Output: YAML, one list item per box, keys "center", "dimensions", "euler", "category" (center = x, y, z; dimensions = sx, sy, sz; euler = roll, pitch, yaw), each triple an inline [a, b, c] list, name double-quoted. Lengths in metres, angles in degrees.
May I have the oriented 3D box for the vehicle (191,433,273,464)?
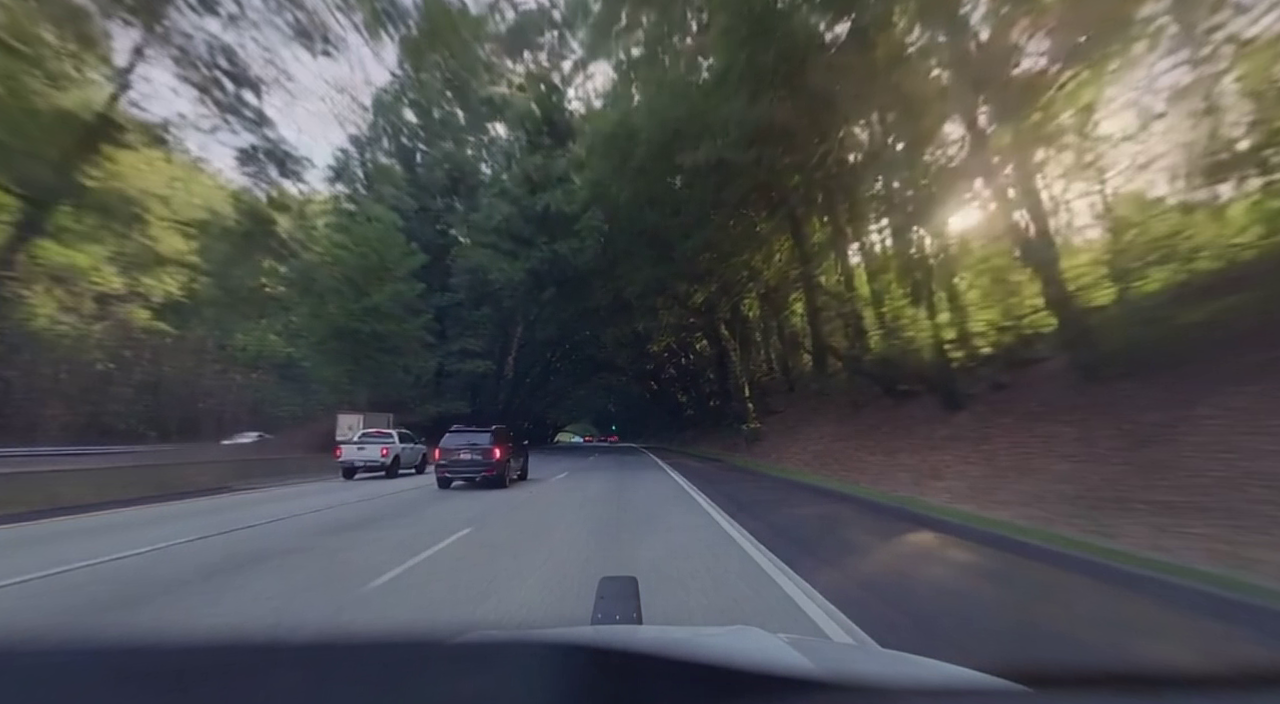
- center: [-20.054, 4.732, 31.130]
  dimensions: [1.739, 1.432, 3.528]
  euler: [0, -8, -2]
  category: "vehicle"

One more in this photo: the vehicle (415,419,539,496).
- center: [-3.889, 2.565, 15.812]
  dimensions: [2.034, 1.675, 4.080]
  euler: [0, -7, -1]
  category: "vehicle"

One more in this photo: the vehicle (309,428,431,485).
- center: [-8.074, 3.127, 19.274]
  dimensions: [2.000, 1.552, 3.946]
  euler: [0, -8, -1]
  category: "vehicle"
